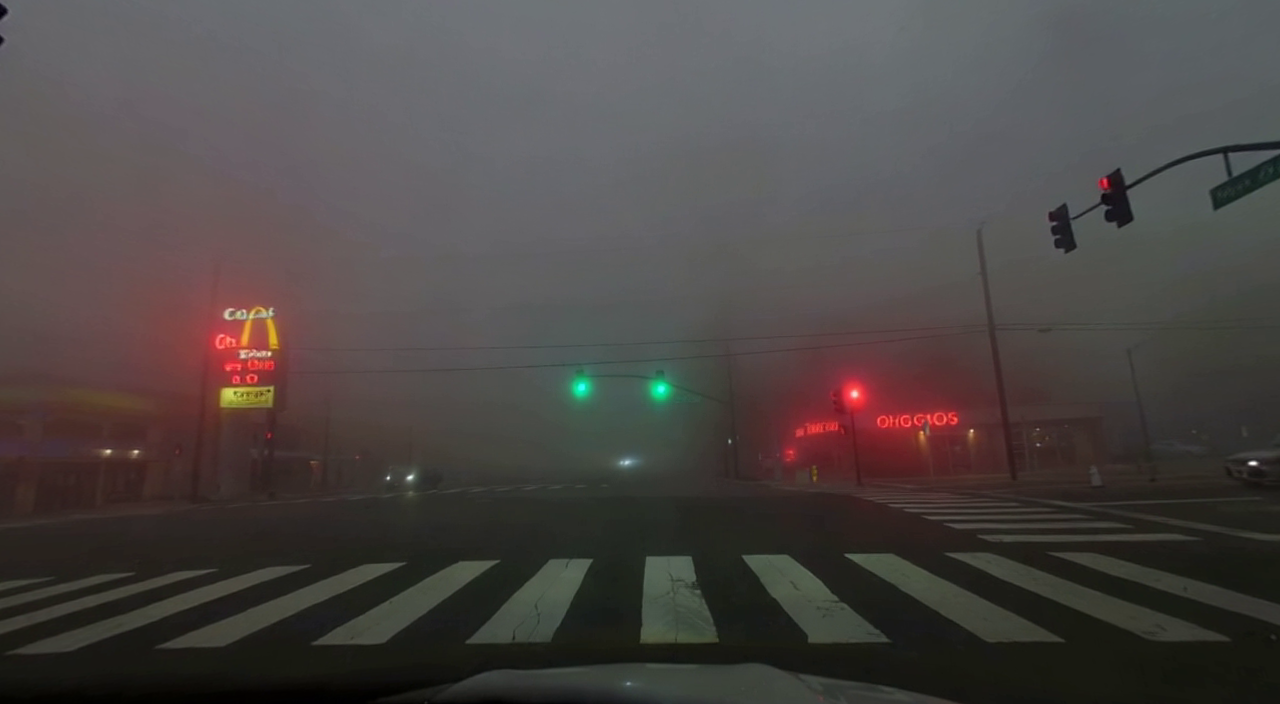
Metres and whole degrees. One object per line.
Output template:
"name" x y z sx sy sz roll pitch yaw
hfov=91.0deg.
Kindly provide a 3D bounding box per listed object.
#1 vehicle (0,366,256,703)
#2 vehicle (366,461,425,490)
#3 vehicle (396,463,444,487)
"vehicle" -3.413 0.747 1.413 2.081 1.644 4.523 0 -9 2
"vehicle" -19.216 9.703 49.785 2.227 2.033 5.614 0 -9 2
"vehicle" -15.755 8.833 45.406 1.931 1.471 4.152 0 -9 0
